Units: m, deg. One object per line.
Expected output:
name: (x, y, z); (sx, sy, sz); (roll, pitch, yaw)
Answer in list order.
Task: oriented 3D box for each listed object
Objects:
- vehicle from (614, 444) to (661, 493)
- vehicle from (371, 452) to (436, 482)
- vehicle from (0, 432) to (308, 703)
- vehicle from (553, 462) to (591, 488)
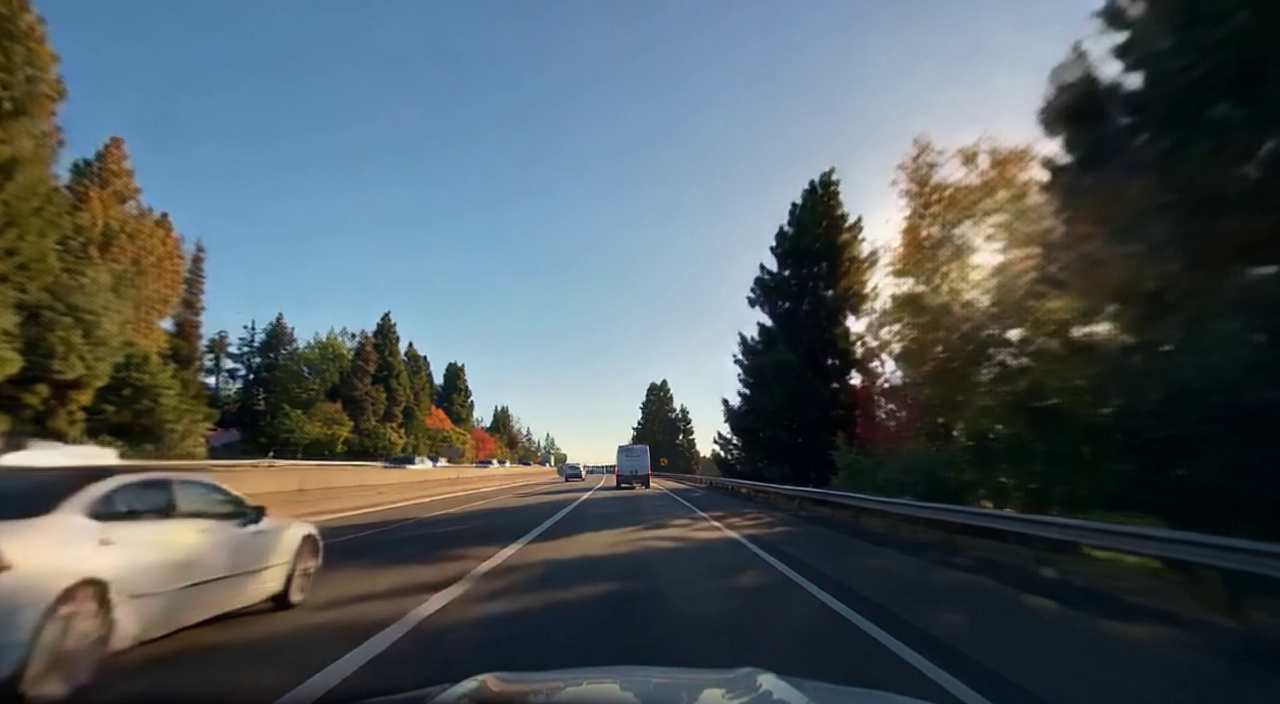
vehicle: (-0.184, 6.718, 36.374); (2.482, 2.549, 5.447); (1, -10, -1)
vehicle: (-13.307, 6.542, 35.820); (1.895, 1.532, 4.810); (1, -10, -1)
vehicle: (-4.245, 1.247, 3.698); (2.128, 1.491, 4.508); (1, -10, 0)
vehicle: (-4.511, 8.206, 42.258); (2.100, 1.605, 3.883); (1, -10, 0)
